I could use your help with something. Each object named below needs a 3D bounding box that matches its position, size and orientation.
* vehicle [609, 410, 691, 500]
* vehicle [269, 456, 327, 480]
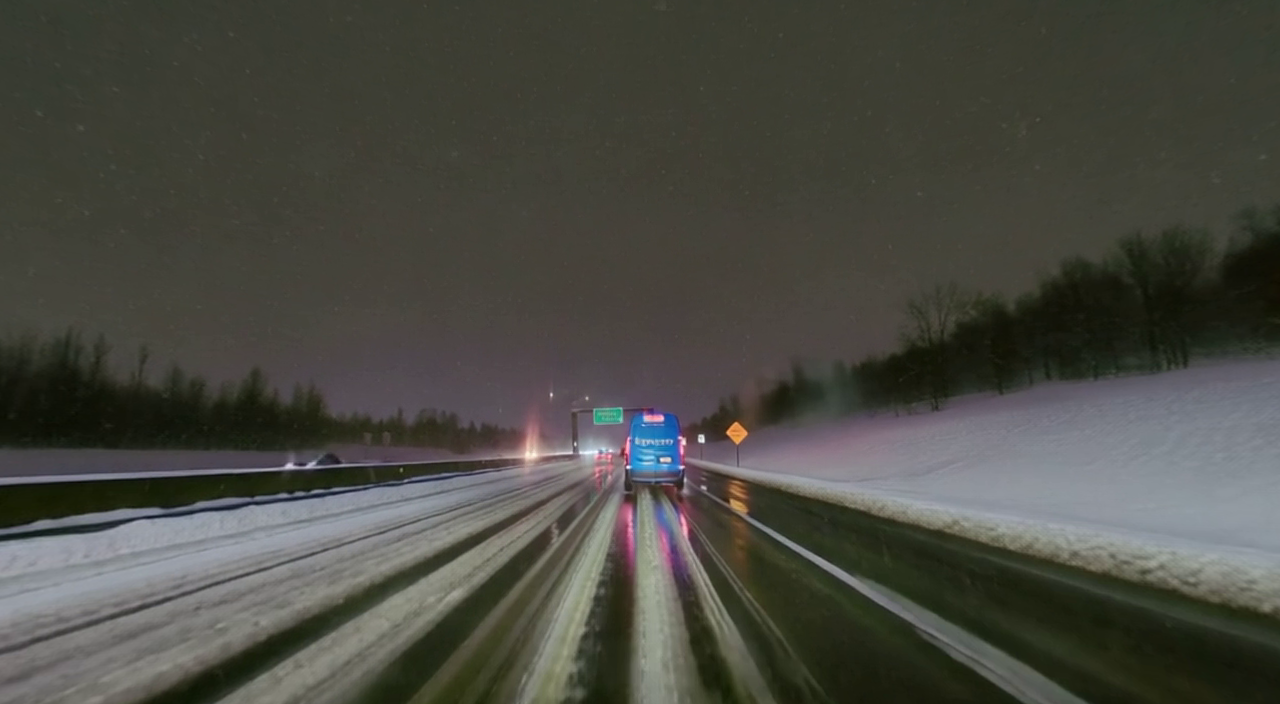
[{"bbox_3d":[0.183,3.350,20.750,2.332,2.558,5.314,0,-9,-2],"label":"vehicle"},{"bbox_3d":[-23.704,8.043,43.920,1.864,1.470,3.888,0,-9,0],"label":"vehicle"}]
